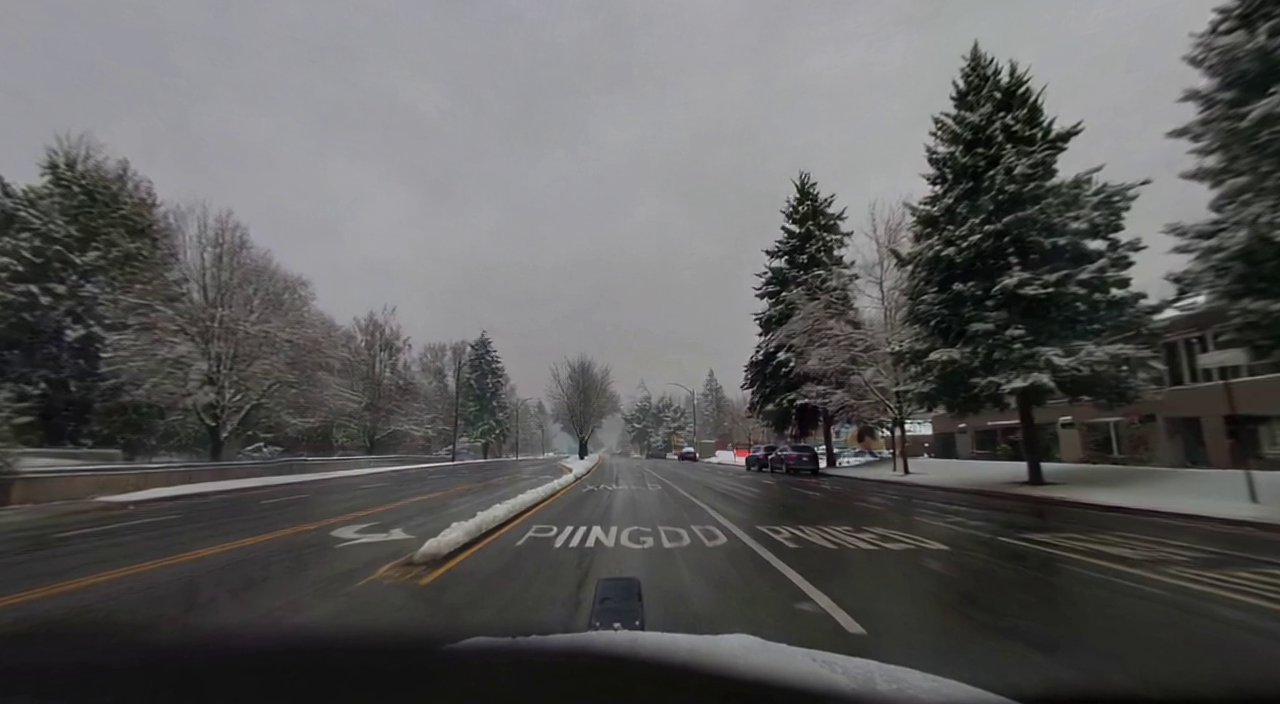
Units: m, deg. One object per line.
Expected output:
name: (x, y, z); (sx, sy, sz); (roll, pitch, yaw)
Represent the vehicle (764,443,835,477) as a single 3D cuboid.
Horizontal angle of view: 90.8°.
vehicle: (7.544, 5.139, 30.414); (1.946, 1.472, 4.753); (0, -9, -3)
